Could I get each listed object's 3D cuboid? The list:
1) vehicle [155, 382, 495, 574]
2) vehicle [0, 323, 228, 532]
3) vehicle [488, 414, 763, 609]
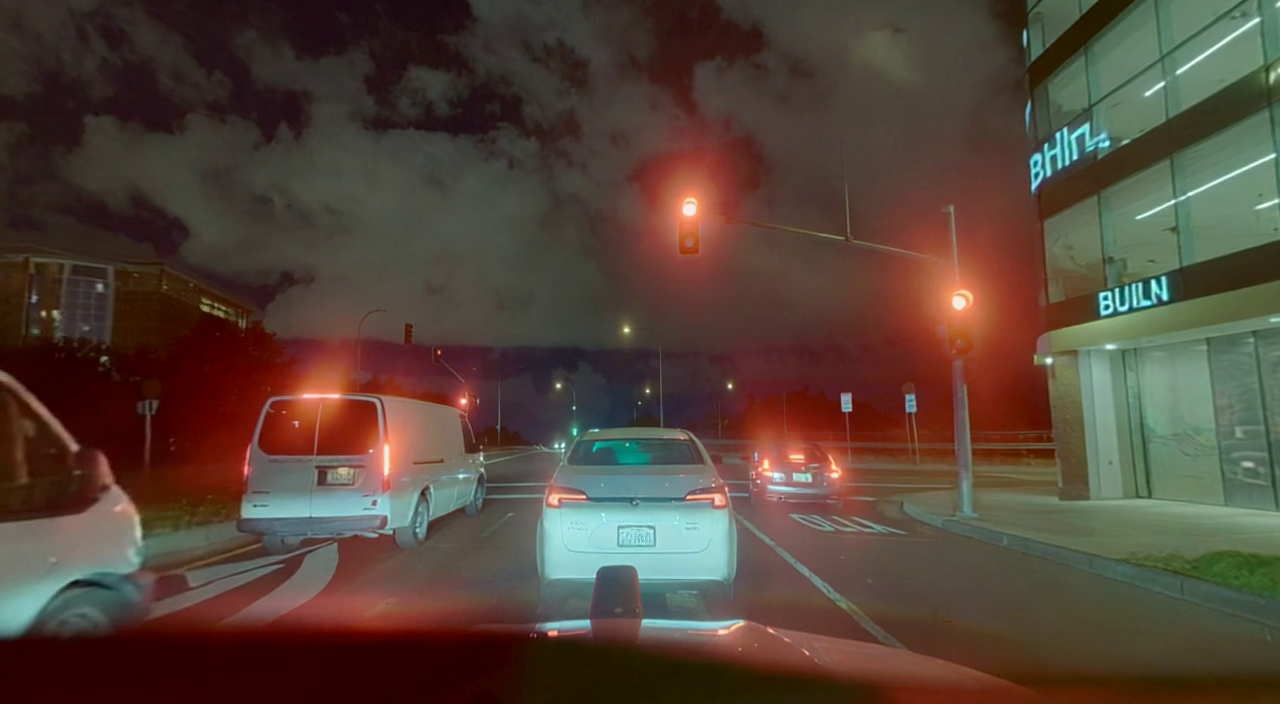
[{"bbox_3d":[-3.582,1.532,8.586,2.076,1.820,5.100,0,-8,-1],"label":"vehicle"},{"bbox_3d":[-10.751,0.927,7.798,2.973,3.009,12.605,0,-8,-1],"label":"vehicle"},{"bbox_3d":[-0.114,1.467,6.770,2.064,1.452,3.942,0,-8,0],"label":"vehicle"}]
